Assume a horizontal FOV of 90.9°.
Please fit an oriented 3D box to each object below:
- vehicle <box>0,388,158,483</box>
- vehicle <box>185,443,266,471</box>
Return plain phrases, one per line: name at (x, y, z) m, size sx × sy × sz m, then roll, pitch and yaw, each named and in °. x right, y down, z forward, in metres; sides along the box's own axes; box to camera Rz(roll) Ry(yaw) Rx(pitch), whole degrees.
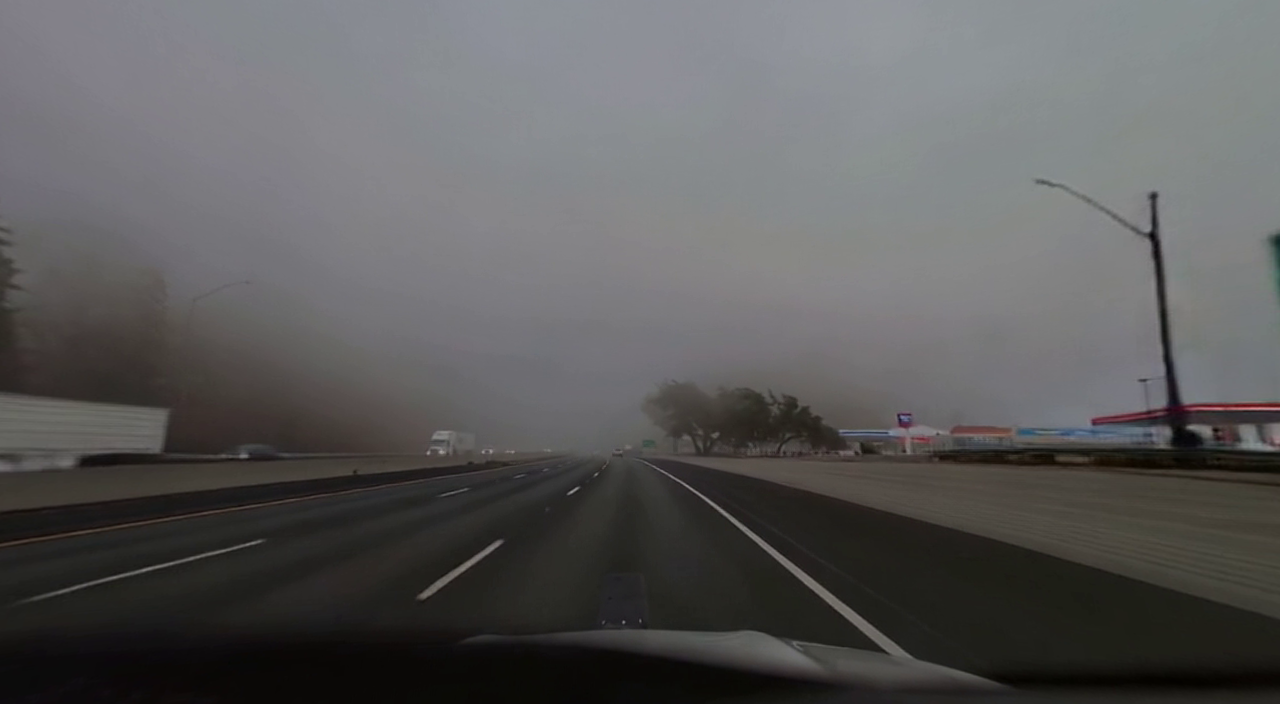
vehicle at (-29.928, 3.912, 29.455) m, size 2.902 × 4.207 × 15.681 m, roll 1°, pitch -8°, yaw -2°
vehicle at (-26.820, 6.794, 41.039) m, size 1.933 × 1.714 × 5.121 m, roll 0°, pitch -8°, yaw -2°
